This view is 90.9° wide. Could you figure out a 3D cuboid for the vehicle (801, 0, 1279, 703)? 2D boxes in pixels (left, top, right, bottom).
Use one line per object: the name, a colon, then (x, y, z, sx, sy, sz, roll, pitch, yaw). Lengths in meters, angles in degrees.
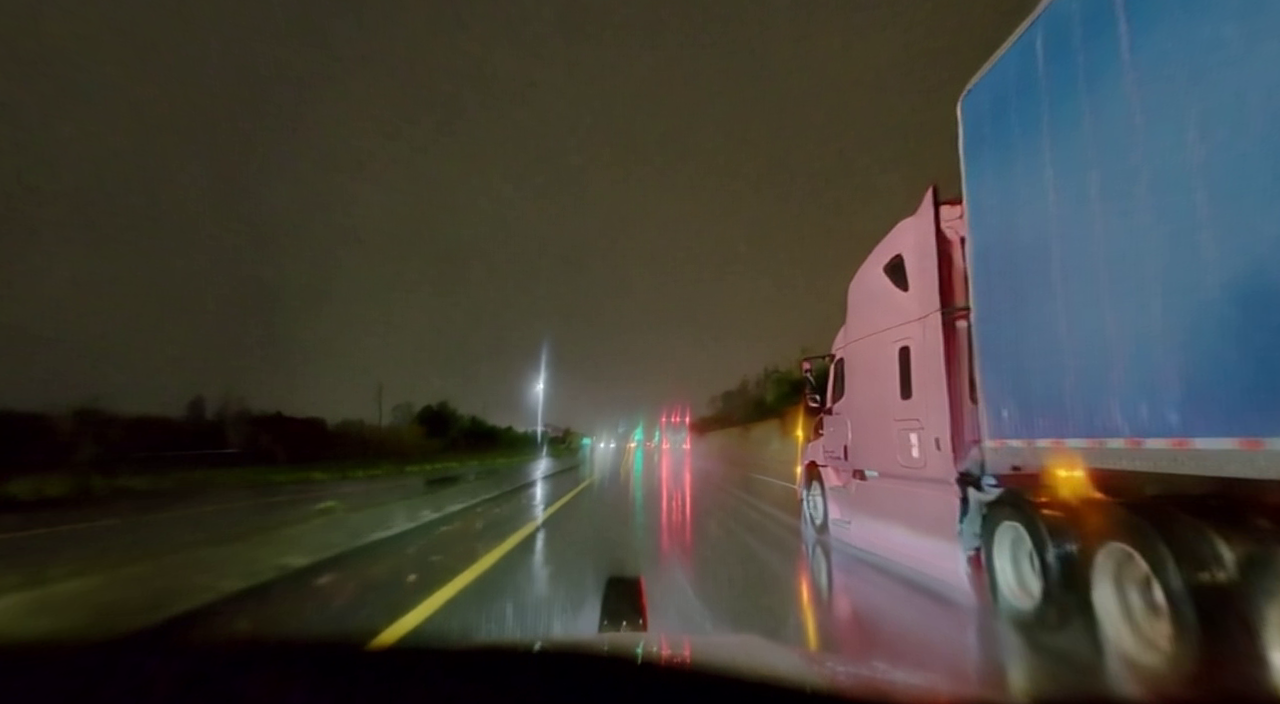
vehicle: (4.063, 0.026, 4.888, 3.080, 4.016, 9.760, 0, -9, 1)
